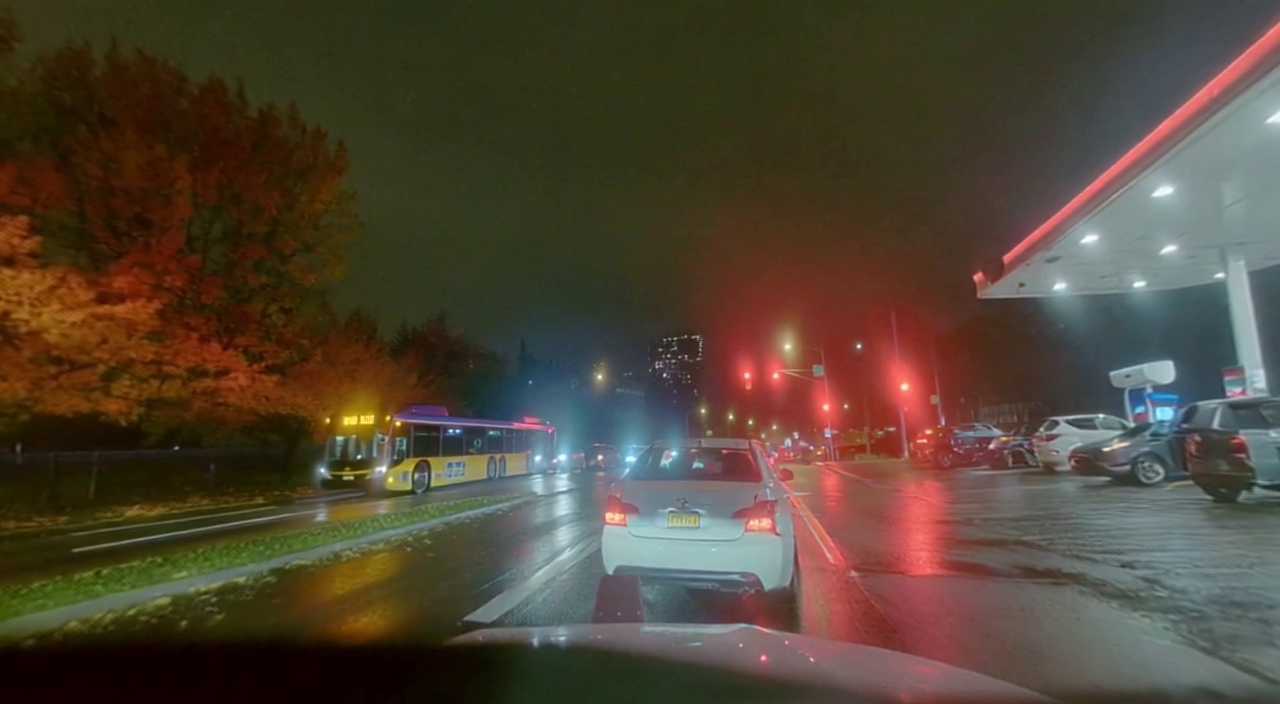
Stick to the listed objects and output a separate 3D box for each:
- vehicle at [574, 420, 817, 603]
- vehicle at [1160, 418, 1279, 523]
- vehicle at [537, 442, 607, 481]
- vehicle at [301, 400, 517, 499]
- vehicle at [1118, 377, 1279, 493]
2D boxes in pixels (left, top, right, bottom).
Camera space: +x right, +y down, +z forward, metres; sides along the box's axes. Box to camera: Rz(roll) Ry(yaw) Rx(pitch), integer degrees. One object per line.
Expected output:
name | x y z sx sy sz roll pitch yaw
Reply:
vehicle | 0.828 1.676 7.485 2.092 1.507 4.078 -2 -9 11
vehicle | 11.418 1.664 9.480 4.894 1.451 2.089 -5 -10 11
vehicle | -3.212 5.298 30.645 2.263 1.707 4.640 -1 -9 8
vehicle | -8.820 4.119 26.558 3.189 3.205 11.526 -2 -9 9
vehicle | 12.571 1.586 11.903 4.856 2.020 2.311 -2 -9 12
